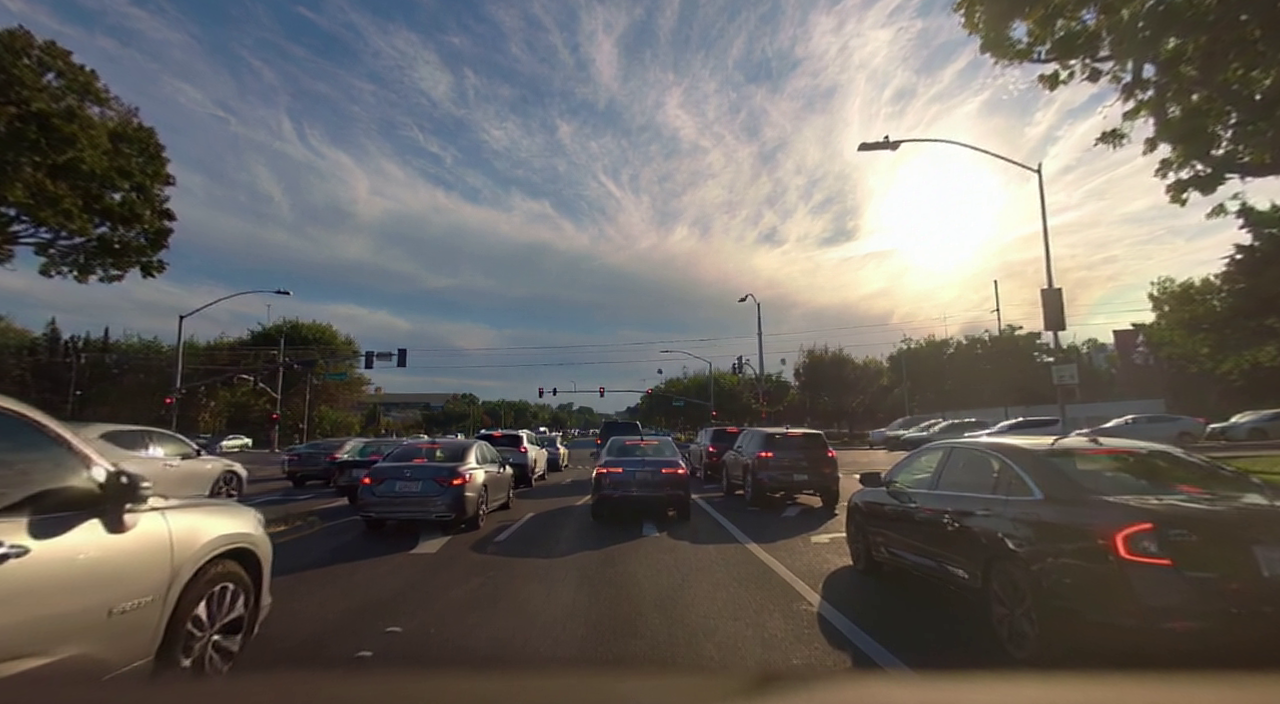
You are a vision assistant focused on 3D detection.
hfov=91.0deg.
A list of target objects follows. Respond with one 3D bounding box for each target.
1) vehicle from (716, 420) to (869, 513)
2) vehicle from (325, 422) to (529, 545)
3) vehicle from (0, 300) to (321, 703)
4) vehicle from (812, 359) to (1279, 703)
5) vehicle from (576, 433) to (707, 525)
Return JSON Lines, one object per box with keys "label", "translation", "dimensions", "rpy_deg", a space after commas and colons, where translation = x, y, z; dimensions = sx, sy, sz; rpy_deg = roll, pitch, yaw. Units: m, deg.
{"label": "vehicle", "translation": [3.020, 2.378, 13.512], "dimensions": [2.106, 1.667, 4.101], "rpy_deg": [0, -8, -2]}
{"label": "vehicle", "translation": [-3.101, 1.993, 10.262], "dimensions": [1.896, 1.546, 4.378], "rpy_deg": [0, -8, -2]}
{"label": "vehicle", "translation": [-3.208, 0.690, 1.989], "dimensions": [2.079, 1.756, 4.676], "rpy_deg": [0, -8, -2]}
{"label": "vehicle", "translation": [3.138, 1.191, 5.208], "dimensions": [2.074, 1.685, 4.387], "rpy_deg": [0, -8, -2]}
{"label": "vehicle", "translation": [-0.050, 2.285, 11.896], "dimensions": [2.076, 1.438, 3.770], "rpy_deg": [0, -8, -2]}
